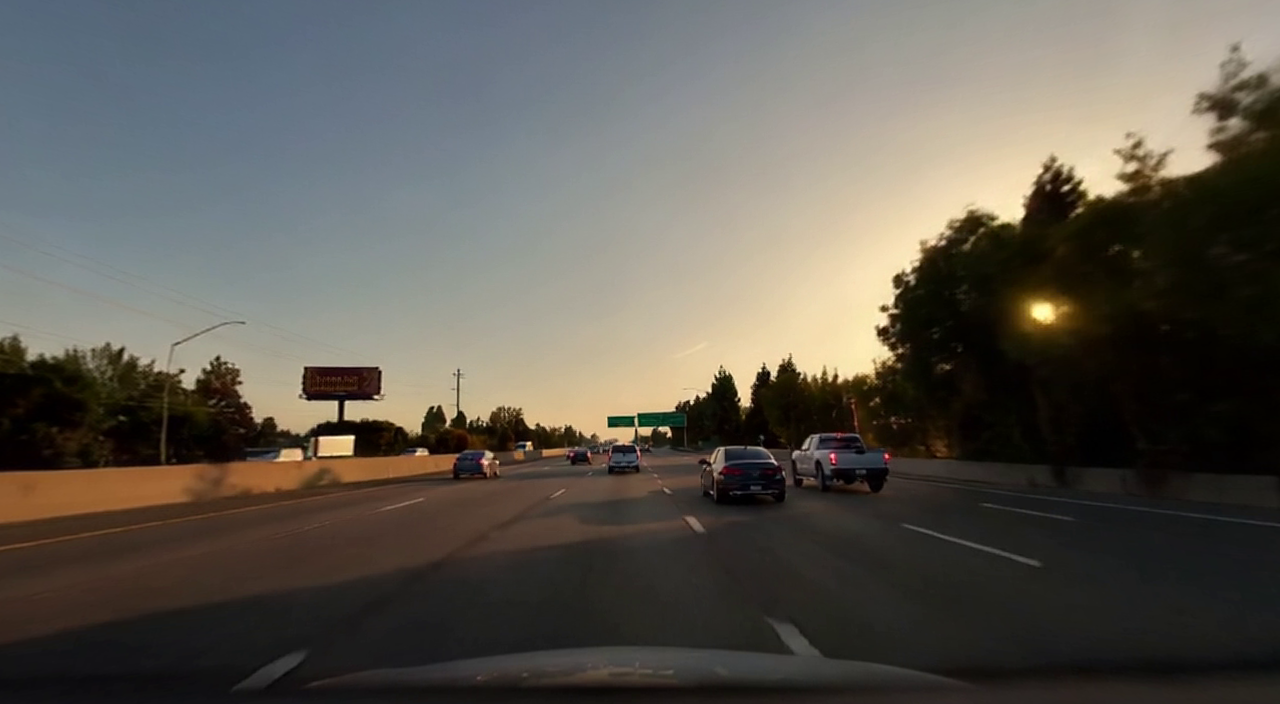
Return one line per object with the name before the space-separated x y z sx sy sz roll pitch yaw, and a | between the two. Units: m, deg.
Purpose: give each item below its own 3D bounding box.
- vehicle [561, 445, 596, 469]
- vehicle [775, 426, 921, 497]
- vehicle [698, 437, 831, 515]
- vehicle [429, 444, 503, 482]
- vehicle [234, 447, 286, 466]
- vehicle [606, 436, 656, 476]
vehicle | -4.088 7.042 42.574 1.935 1.487 4.076 0 -8 1
vehicle | 6.317 3.417 20.255 2.635 1.919 5.907 0 -8 -1
vehicle | 2.563 2.669 14.150 2.011 1.462 4.286 0 -8 -1
vehicle | -7.356 4.709 27.110 1.920 1.482 4.385 0 -8 0
vehicle | -29.898 8.216 49.822 1.862 1.473 3.639 0 -8 0
vehicle | -0.438 5.197 31.819 2.323 1.805 4.729 0 -8 0
